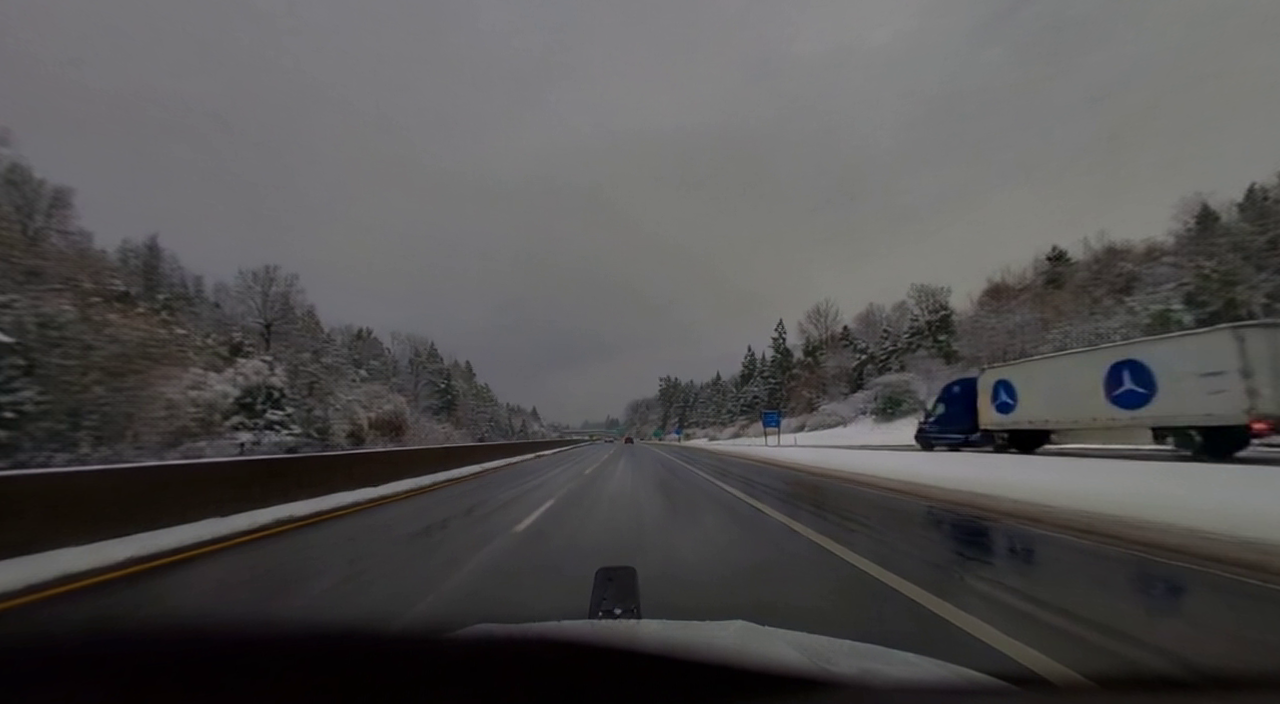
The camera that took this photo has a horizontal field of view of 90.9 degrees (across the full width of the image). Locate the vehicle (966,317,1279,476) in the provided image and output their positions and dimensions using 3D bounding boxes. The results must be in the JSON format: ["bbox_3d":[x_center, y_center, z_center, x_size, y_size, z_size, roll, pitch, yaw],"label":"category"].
[{"bbox_3d":[18.124,2.038,23.318,3.442,4.212,13.752,1,-8,-6],"label":"vehicle"}]

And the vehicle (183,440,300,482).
[{"bbox_3d":[-16.479,4.486,26.399,1.892,1.558,4.629,0,-8,-1],"label":"vehicle"}]
